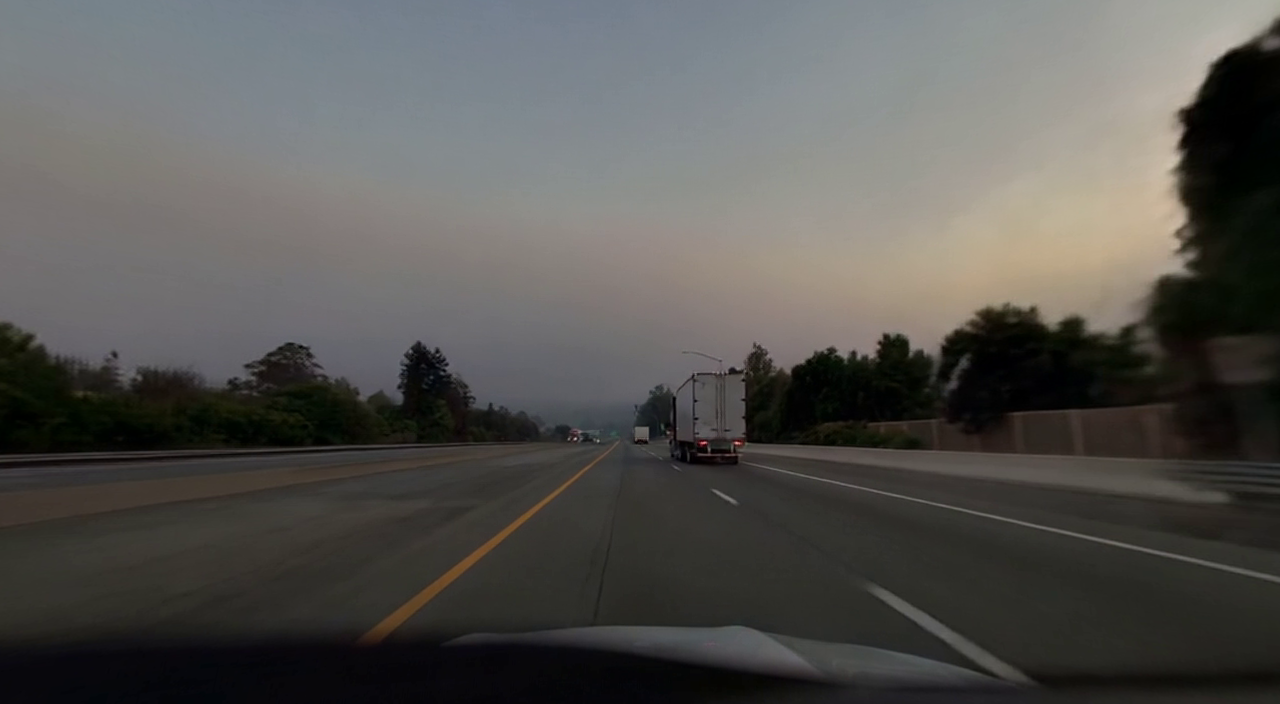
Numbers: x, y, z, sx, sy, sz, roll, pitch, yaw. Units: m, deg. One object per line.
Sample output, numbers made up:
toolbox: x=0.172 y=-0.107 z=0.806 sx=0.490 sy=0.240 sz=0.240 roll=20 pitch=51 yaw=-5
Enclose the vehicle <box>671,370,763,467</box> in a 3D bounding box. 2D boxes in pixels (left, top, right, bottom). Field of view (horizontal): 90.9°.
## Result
vehicle: x=3.435 y=3.447 z=31.354 sx=2.911 sy=3.994 sz=10.840 roll=0 pitch=-8 yaw=-1
